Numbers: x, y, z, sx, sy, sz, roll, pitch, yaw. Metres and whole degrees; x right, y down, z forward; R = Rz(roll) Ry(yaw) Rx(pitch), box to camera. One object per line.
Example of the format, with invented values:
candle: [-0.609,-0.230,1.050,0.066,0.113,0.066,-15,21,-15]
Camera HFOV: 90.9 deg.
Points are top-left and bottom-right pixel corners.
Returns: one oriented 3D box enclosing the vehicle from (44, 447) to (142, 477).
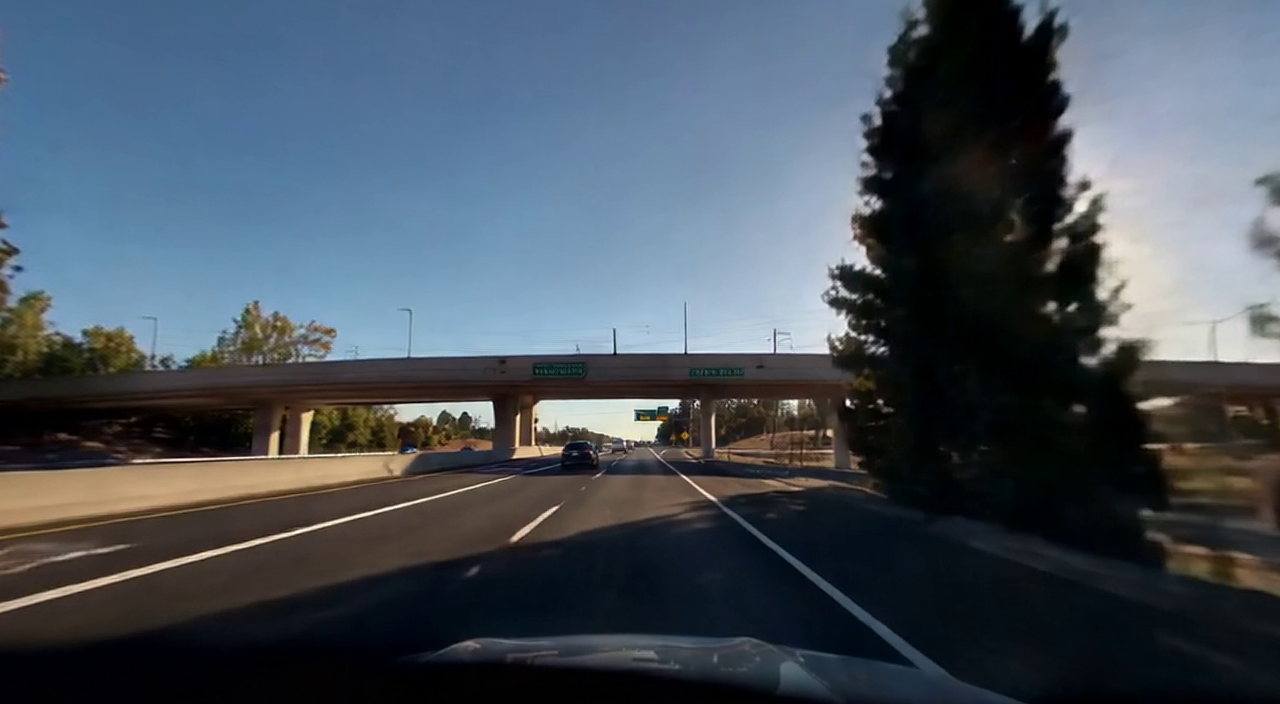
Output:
vehicle: [-35.406,7.104,41.008,2.007,1.769,4.826,0,-8,0]
